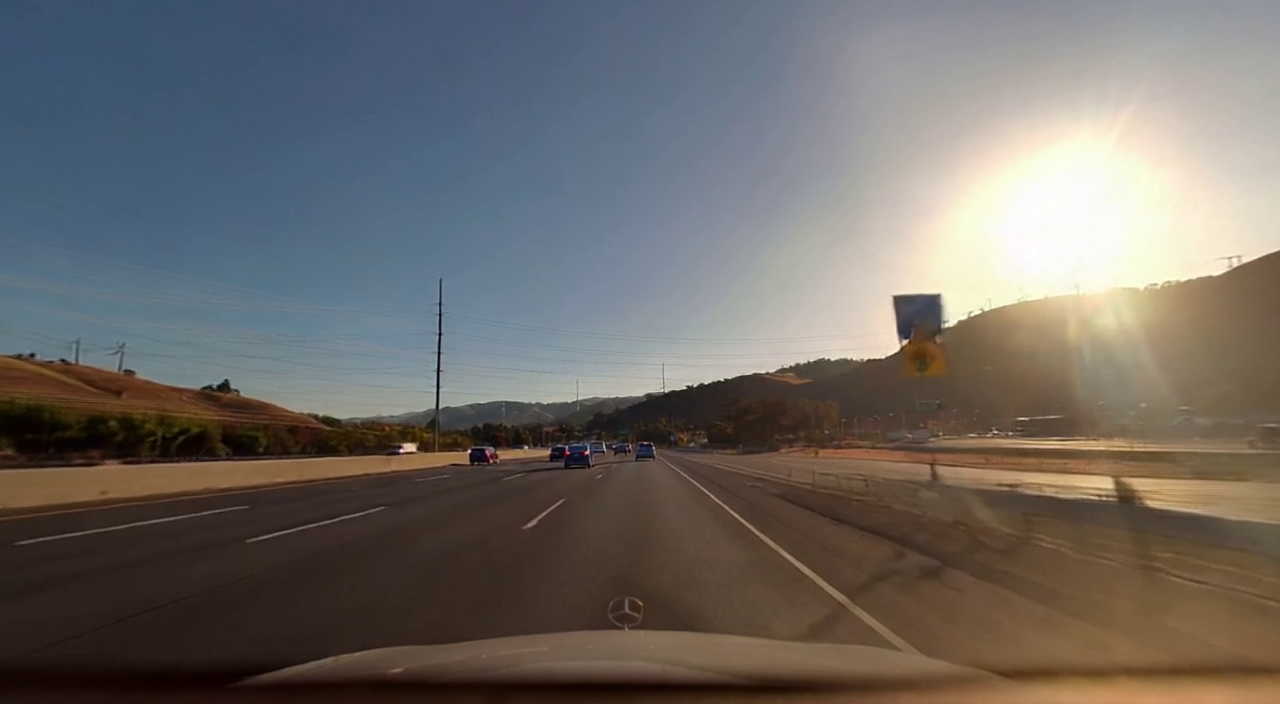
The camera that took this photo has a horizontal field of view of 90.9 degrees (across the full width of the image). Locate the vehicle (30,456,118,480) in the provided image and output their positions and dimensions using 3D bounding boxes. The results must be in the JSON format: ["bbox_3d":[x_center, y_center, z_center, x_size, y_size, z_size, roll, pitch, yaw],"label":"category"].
[{"bbox_3d":[-39.536,8.086,44.184,1.894,1.475,4.624,0,-8,0],"label":"vehicle"}]

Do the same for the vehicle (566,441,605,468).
[{"bbox_3d":[-3.328,6.368,39.417,1.967,1.517,4.808,0,-8,1],"label":"vehicle"}]

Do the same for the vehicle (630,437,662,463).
[{"bbox_3d":[0.375,7.130,45.919,2.194,1.737,4.127,0,-8,-1],"label":"vehicle"}]
